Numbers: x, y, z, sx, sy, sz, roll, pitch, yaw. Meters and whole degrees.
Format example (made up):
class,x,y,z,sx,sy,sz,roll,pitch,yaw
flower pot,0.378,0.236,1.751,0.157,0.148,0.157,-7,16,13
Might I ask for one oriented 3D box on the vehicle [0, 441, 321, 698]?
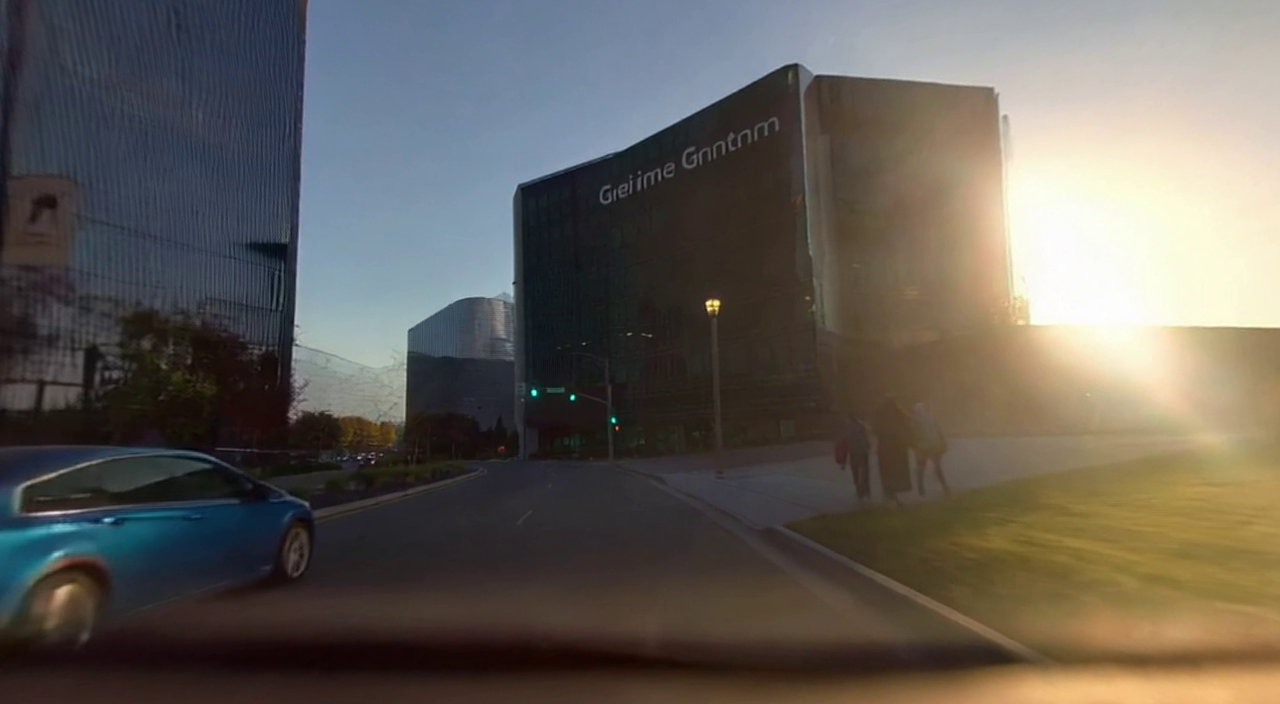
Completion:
class,x,y,z,sx,sy,sz,roll,pitch,yaw
vehicle,-4.769,1.474,5.067,2.045,1.479,4.616,0,-9,-1
